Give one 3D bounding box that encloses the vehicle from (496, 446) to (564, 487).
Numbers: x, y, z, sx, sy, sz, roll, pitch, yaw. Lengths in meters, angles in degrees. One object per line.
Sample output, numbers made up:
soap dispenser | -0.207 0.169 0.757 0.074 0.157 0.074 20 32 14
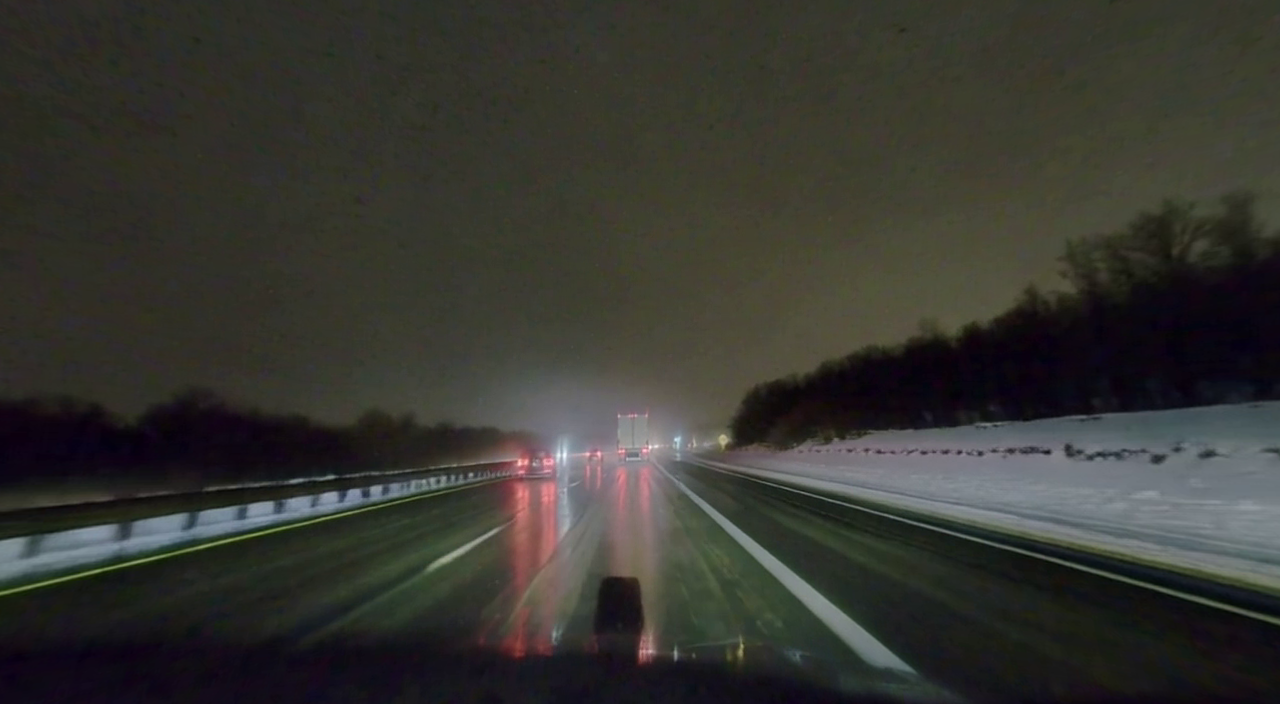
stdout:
vehicle | -4.353 4.605 25.623 1.978 1.507 4.062 0 -9 1
